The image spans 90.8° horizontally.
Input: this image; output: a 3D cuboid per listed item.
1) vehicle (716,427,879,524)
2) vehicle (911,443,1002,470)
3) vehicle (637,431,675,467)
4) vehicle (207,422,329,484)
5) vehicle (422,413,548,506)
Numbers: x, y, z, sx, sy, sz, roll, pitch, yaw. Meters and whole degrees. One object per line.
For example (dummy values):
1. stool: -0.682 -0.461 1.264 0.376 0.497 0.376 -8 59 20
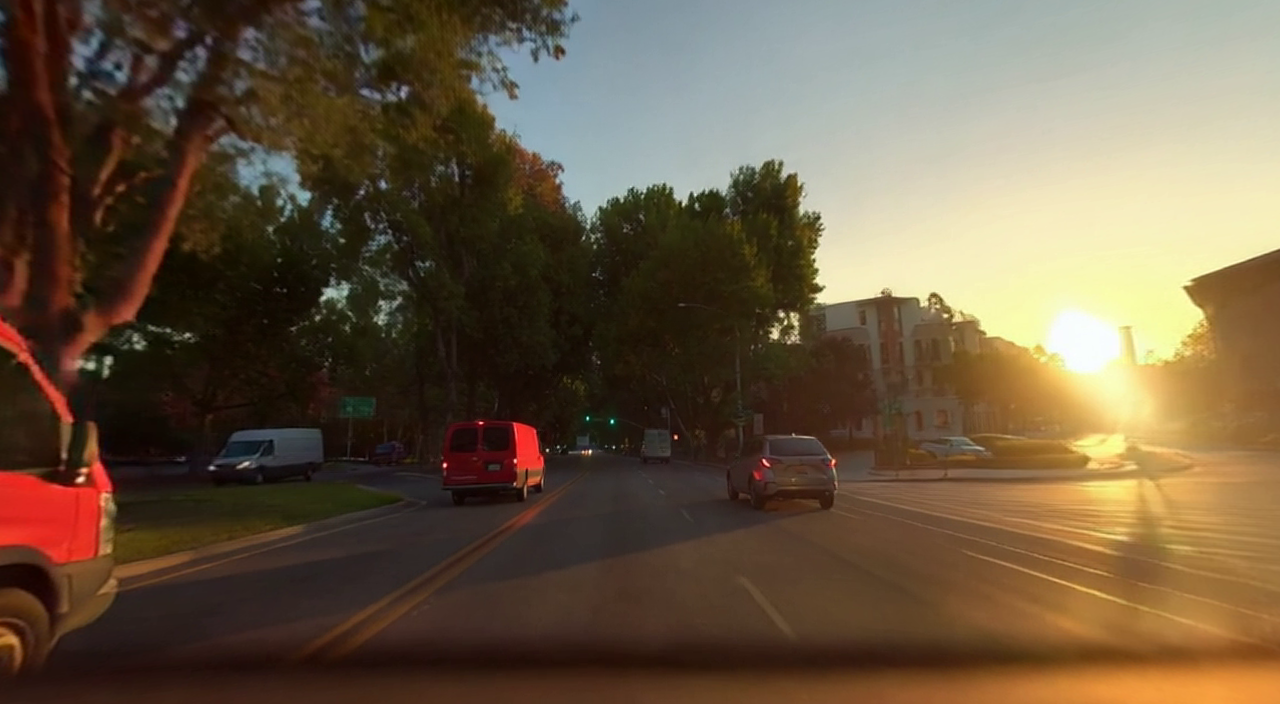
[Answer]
1. vehicle: 3.027 2.504 13.339 2.087 1.658 4.612 0 -9 -2
2. vehicle: 17.916 5.899 35.828 4.210 1.480 1.922 2 -9 -11
3. vehicle: 1.118 7.284 47.568 2.397 2.566 5.324 0 -9 -4
4. vehicle: -23.636 6.493 40.854 2.883 3.560 8.400 0 -9 -1
5. vehicle: -4.069 2.945 17.579 2.420 2.227 4.499 0 -9 -1
